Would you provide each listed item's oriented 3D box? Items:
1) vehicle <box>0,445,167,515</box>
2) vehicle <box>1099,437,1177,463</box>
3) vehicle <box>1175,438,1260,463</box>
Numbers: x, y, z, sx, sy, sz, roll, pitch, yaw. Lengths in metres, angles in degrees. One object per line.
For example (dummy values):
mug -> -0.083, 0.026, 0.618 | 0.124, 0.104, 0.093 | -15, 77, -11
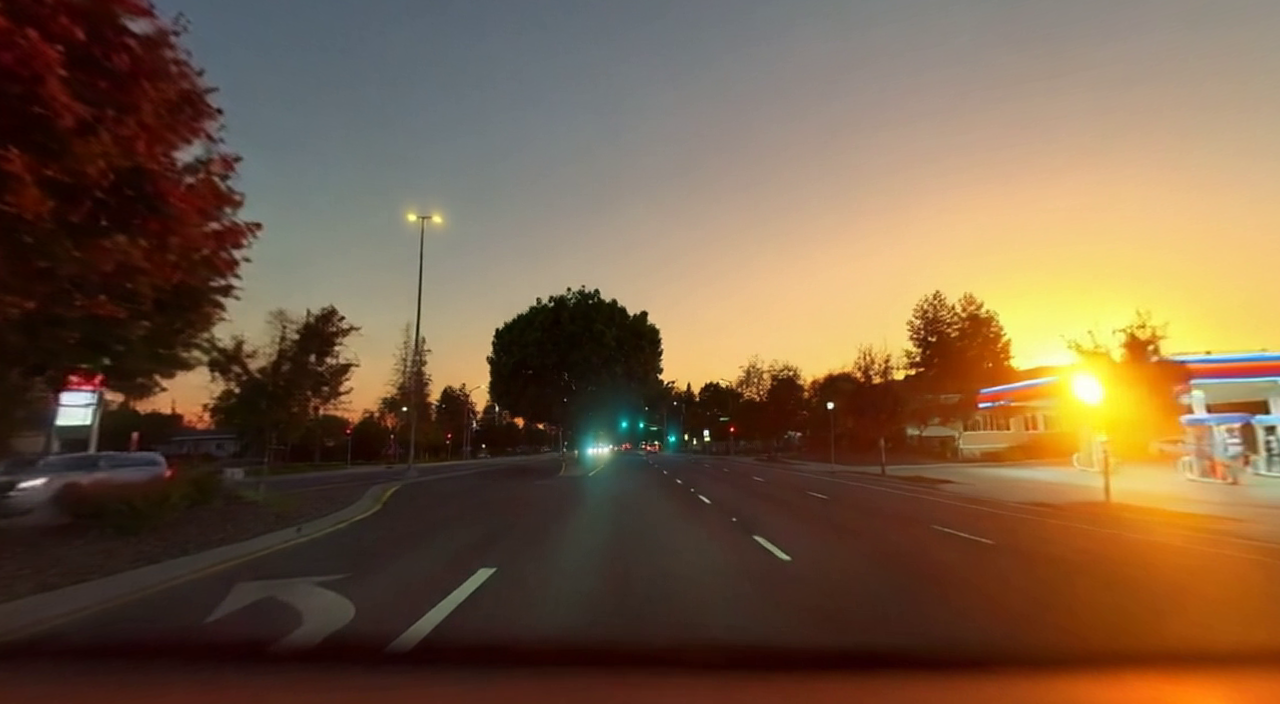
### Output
vehicle -> -15.498, 3.351, 17.135 | 1.916, 1.620, 4.408 | 0, -8, 0
vehicle -> 31.036, 6.157, 39.535 | 1.591, 1.491, 4.005 | -2, -9, 1
vehicle -> 36.700, 6.261, 40.281 | 1.665, 1.442, 3.759 | 0, -8, -4
